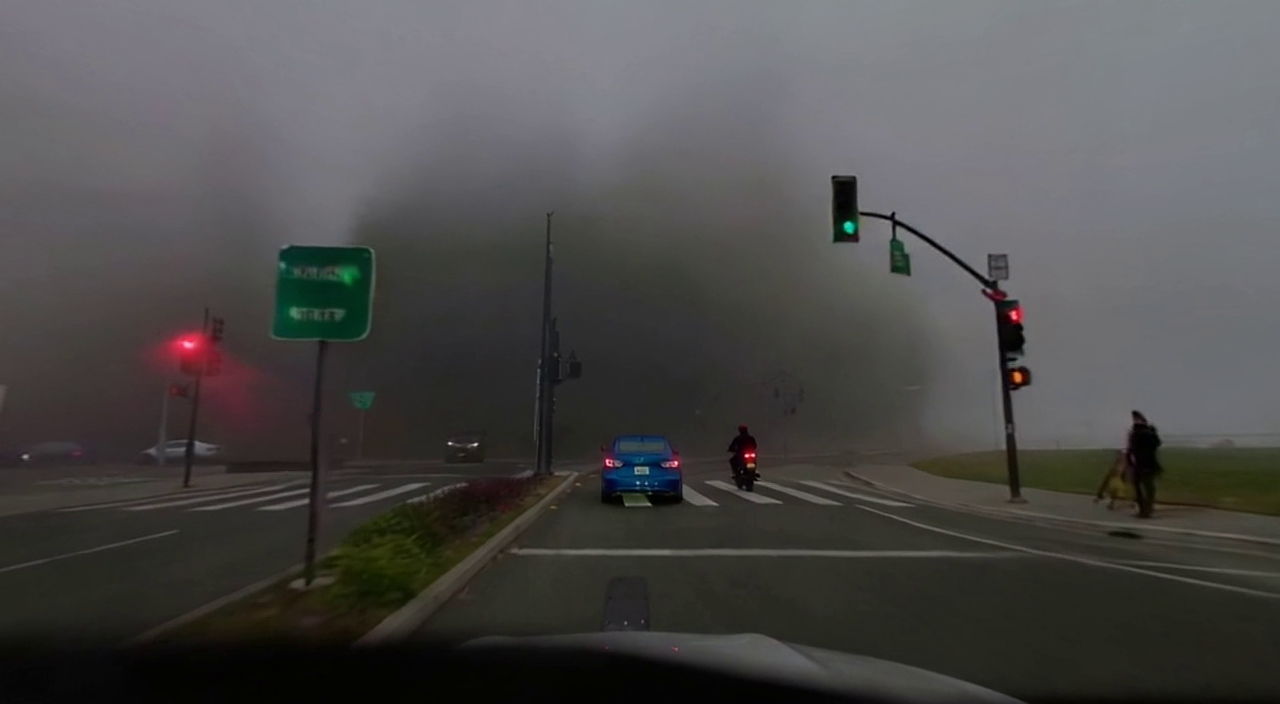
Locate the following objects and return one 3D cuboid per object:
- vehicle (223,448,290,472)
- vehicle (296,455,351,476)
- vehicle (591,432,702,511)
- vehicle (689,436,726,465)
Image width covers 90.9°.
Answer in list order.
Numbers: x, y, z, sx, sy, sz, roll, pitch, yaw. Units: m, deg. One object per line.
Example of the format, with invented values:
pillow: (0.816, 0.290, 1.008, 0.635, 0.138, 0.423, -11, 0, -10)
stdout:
vehicle: (-21.503, 6.046, 35.375, 1.433, 1.269, 2.779, -6, -10, 31)
vehicle: (-19.407, 6.946, 38.695, 1.259, 1.181, 2.744, -6, -10, 31)
vehicle: (0.094, 2.588, 14.075, 2.118, 1.480, 3.949, 0, -9, -1)
vehicle: (4.584, 6.584, 42.317, 2.212, 1.790, 4.768, -2, -9, 9)
